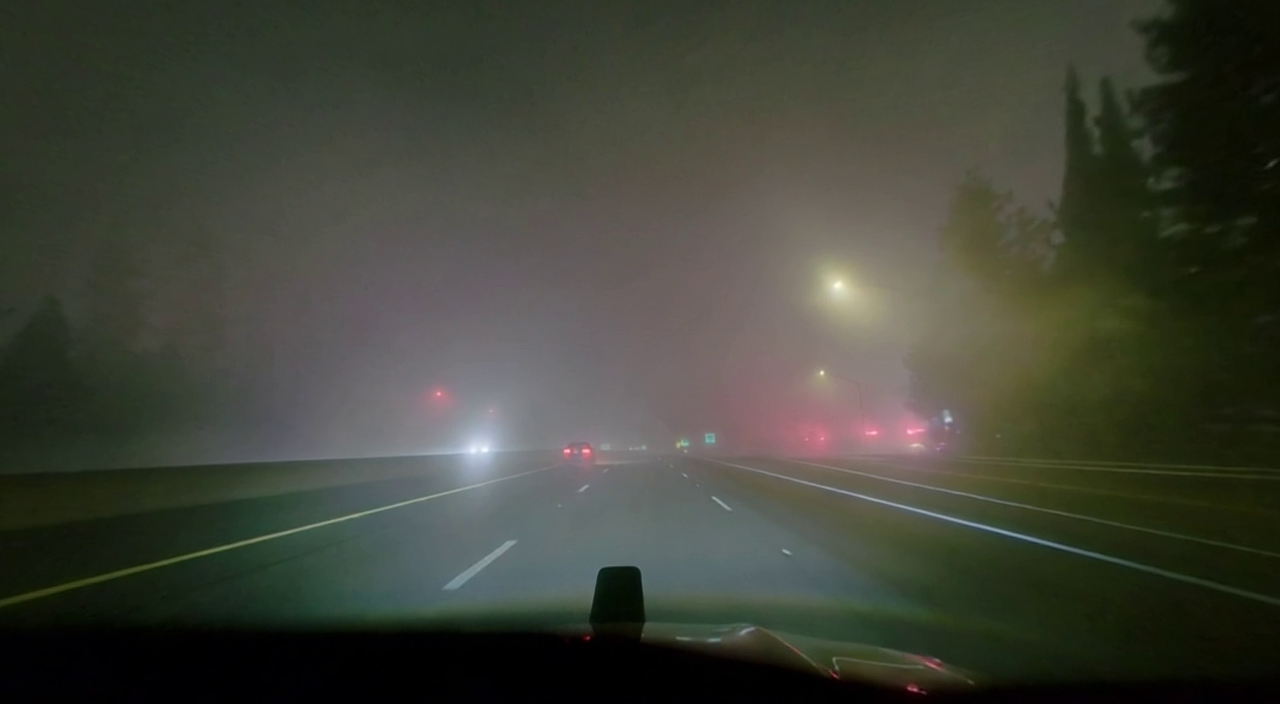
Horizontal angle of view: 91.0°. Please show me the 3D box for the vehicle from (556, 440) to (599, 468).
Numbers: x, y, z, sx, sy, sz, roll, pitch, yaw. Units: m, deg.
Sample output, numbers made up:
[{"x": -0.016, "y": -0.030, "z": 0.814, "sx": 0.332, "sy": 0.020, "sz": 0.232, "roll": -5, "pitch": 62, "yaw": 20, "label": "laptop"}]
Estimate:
[{"x": -3.607, "y": 5.995, "z": 37.060, "sx": 2.015, "sy": 1.557, "sz": 4.229, "roll": 0, "pitch": -9, "yaw": 1, "label": "vehicle"}]
